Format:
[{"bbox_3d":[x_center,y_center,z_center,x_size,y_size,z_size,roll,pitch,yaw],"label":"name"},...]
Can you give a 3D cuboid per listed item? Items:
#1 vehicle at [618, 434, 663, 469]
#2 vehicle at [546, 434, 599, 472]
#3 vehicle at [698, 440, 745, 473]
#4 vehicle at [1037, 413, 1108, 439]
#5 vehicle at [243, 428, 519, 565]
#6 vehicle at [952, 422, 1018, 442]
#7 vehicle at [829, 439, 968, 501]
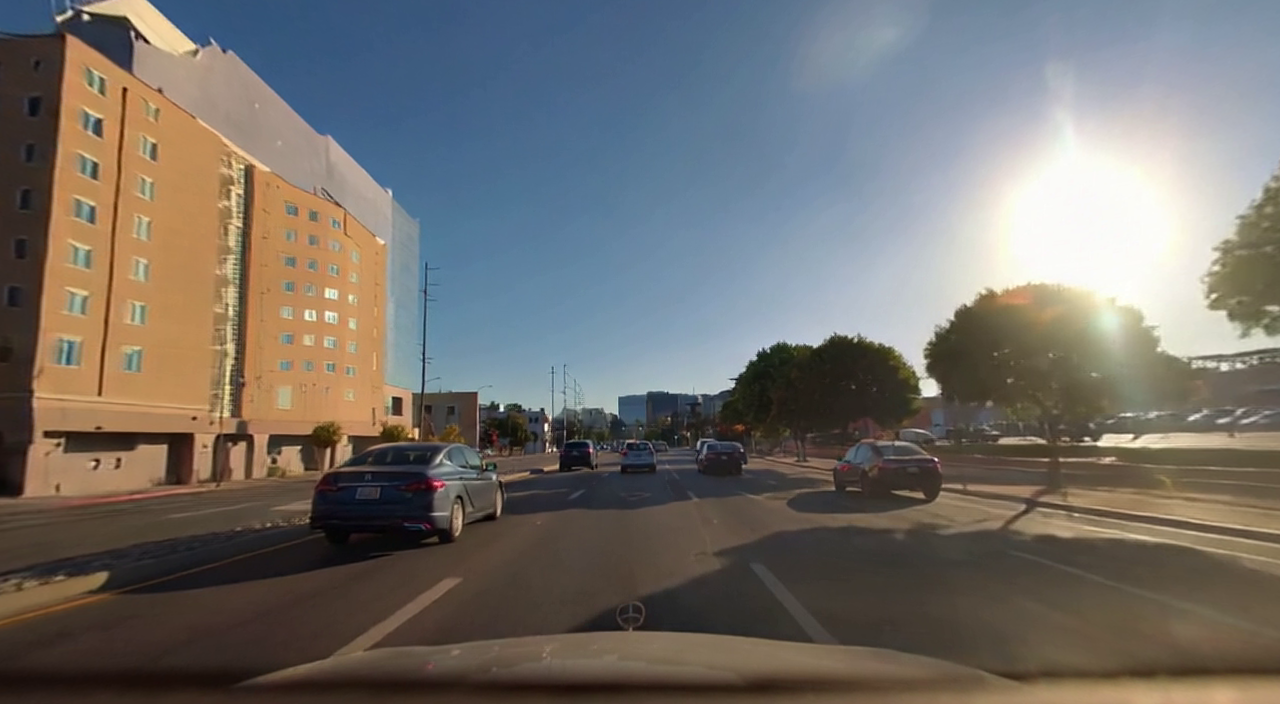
[{"bbox_3d":[0.031,5.550,35.197,2.304,1.795,4.526,0,-8,0],"label":"vehicle"},{"bbox_3d":[-3.344,5.143,32.227,2.117,1.799,4.442,0,-8,1],"label":"vehicle"},{"bbox_3d":[3.839,5.022,30.455,1.884,1.458,4.245,-1,-8,2],"label":"vehicle"},{"bbox_3d":[26.527,4.576,38.619,4.617,1.459,1.819,5,-10,-32],"label":"vehicle"},{"bbox_3d":[-3.278,1.919,9.175,2.095,1.486,4.411,0,-8,1],"label":"vehicle"},{"bbox_3d":[26.216,6.105,47.890,4.674,1.489,2.008,4,-9,-26],"label":"vehicle"},{"bbox_3d":[6.899,3.179,17.435,1.865,1.458,4.605,0,-8,0],"label":"vehicle"}]
